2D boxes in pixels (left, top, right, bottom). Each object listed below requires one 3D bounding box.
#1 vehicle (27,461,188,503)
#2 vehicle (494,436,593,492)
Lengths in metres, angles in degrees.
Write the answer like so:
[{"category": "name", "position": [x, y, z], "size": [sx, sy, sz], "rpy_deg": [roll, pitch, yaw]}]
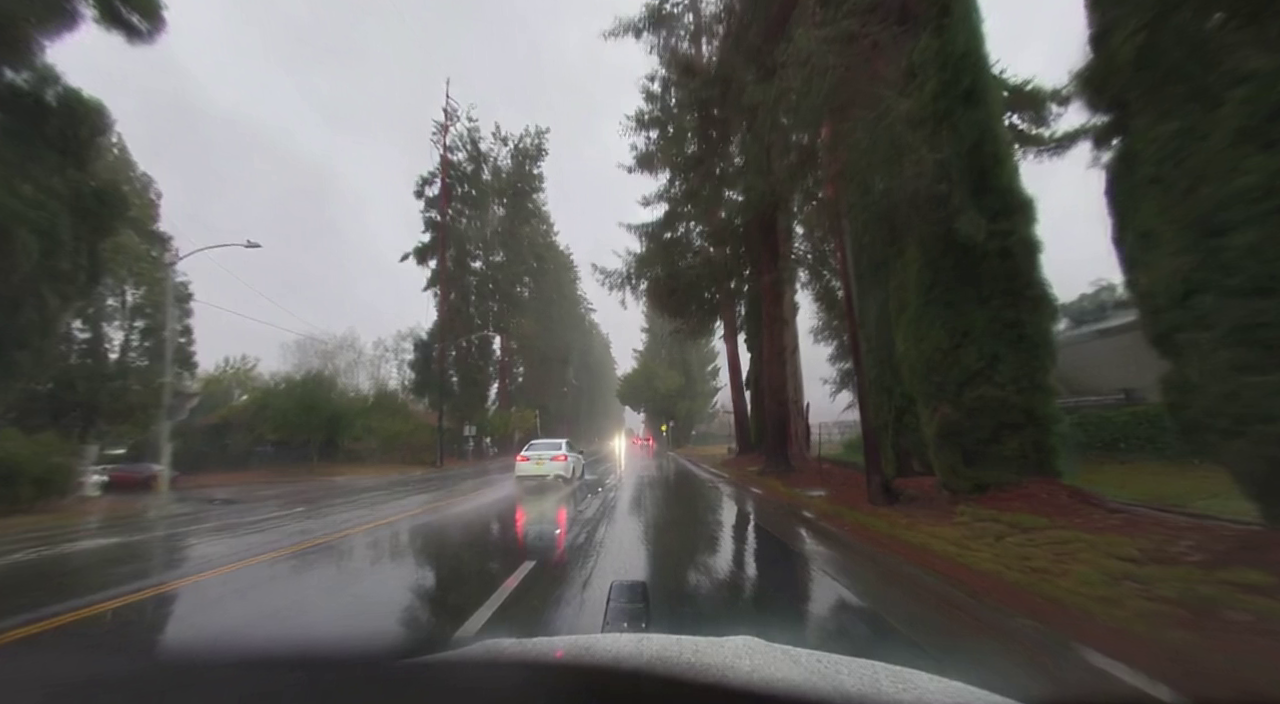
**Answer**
[{"category": "vehicle", "position": [-20.010, 4.865, 23.802], "size": [4.462, 1.455, 1.846], "rpy_deg": [-1, -8, 3]}, {"category": "vehicle", "position": [-2.715, 3.281, 18.840], "size": [2.153, 1.461, 4.374], "rpy_deg": [0, -8, 2]}]
